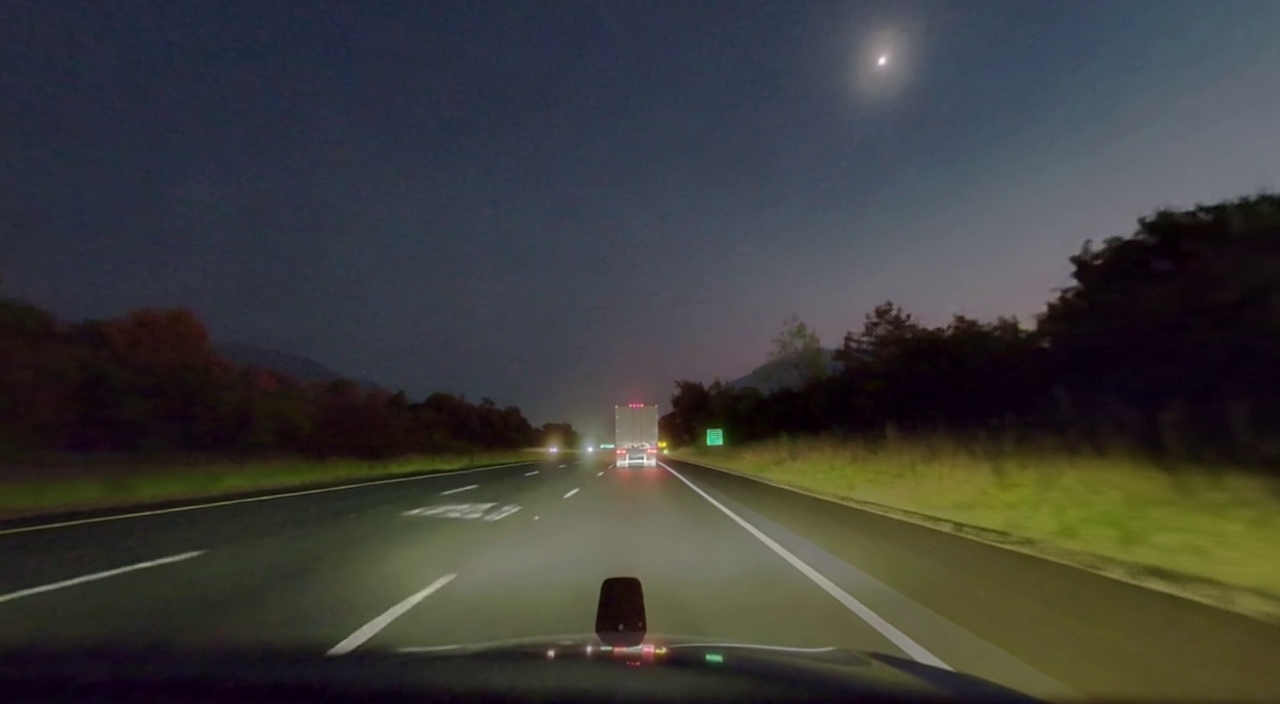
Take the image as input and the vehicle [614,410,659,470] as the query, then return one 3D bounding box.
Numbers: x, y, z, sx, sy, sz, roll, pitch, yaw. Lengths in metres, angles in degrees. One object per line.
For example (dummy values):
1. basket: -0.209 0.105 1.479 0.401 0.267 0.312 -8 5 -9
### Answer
1. vehicle: -0.313 6.672 47.393 2.982 3.947 11.075 0 -9 -1
